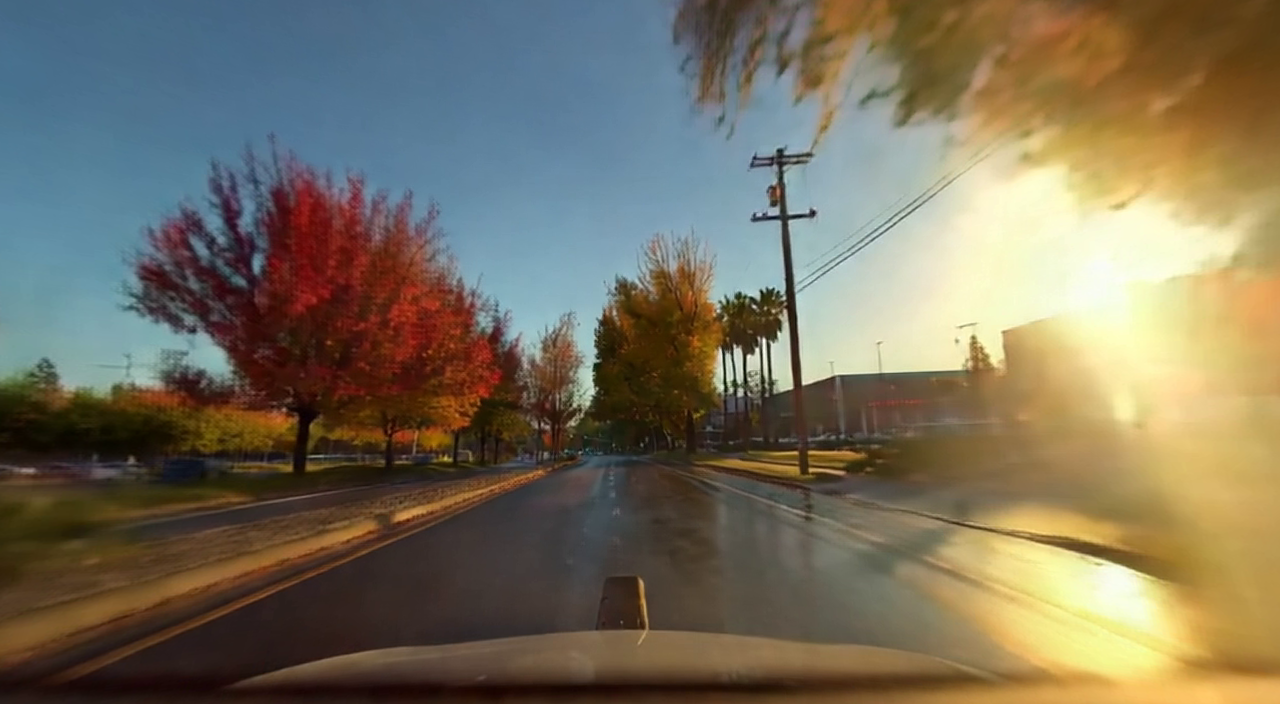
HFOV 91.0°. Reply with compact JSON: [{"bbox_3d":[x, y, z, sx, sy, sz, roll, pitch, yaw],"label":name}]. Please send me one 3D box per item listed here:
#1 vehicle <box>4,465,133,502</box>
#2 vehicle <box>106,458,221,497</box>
[{"bbox_3d":[-26.003,5.963,28.916,1.915,1.485,4.389,0,-9,-3],"label":"vehicle"},{"bbox_3d":[-22.198,5.815,29.613,1.994,1.652,4.570,0,-9,-3],"label":"vehicle"}]
